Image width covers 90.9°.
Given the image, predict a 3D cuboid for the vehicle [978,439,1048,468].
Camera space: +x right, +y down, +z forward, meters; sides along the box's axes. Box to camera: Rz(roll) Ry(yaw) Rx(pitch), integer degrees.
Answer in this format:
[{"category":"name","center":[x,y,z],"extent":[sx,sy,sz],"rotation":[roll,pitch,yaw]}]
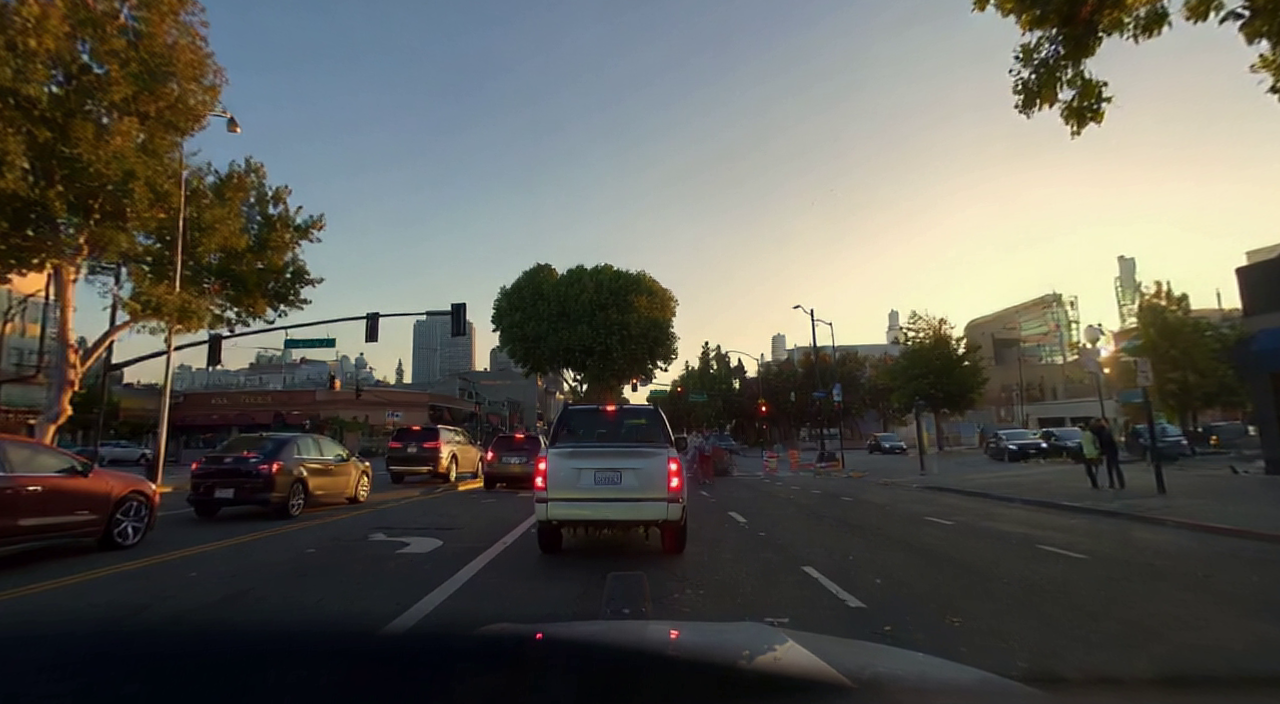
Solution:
[{"category":"vehicle","center":[20.096,5.436,33.918],"extent":[3.836,1.443,1.694],"rotation":[5,-10,-35]}]

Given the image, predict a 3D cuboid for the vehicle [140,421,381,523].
[{"category":"vehicle","center":[-7.156,2.303,12.613],"extent":[1.941,1.655,4.503],"rotation":[0,-8,1]}]

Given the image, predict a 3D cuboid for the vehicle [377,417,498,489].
[{"category":"vehicle","center":[-6.478,3.316,20.842],"extent":[2.496,2.112,4.351],"rotation":[0,-8,0]}]

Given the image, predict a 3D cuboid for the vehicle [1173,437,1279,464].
[{"category":"vehicle","center":[29.699,4.945,31.672],"extent":[4.176,1.313,1.719],"rotation":[0,-9,2]}]

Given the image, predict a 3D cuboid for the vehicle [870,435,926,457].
[{"category":"vehicle","center":[20.096,7.326,49.041],"extent":[4.361,1.653,2.034],"rotation":[6,-11,-37]}]

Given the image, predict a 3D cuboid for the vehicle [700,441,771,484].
[{"category":"vehicle","center":[3.428,4.049,23.506],"extent":[2.023,1.441,4.240],"rotation":[0,-8,1]}]

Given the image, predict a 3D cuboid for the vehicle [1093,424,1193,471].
[{"category":"vehicle","center":[19.231,3.649,24.033],"extent":[4.156,1.622,1.924],"rotation":[7,-11,-38]}]

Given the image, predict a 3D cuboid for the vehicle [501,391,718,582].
[{"category":"vehicle","center":[-0.315,1.603,8.254],"extent":[2.064,1.817,4.298],"rotation":[0,-8,-1]}]

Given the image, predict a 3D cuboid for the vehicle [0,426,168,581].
[{"category":"vehicle","center":[-6.964,1.417,5.829],"extent":[1.831,1.451,4.382],"rotation":[0,-8,-1]}]
